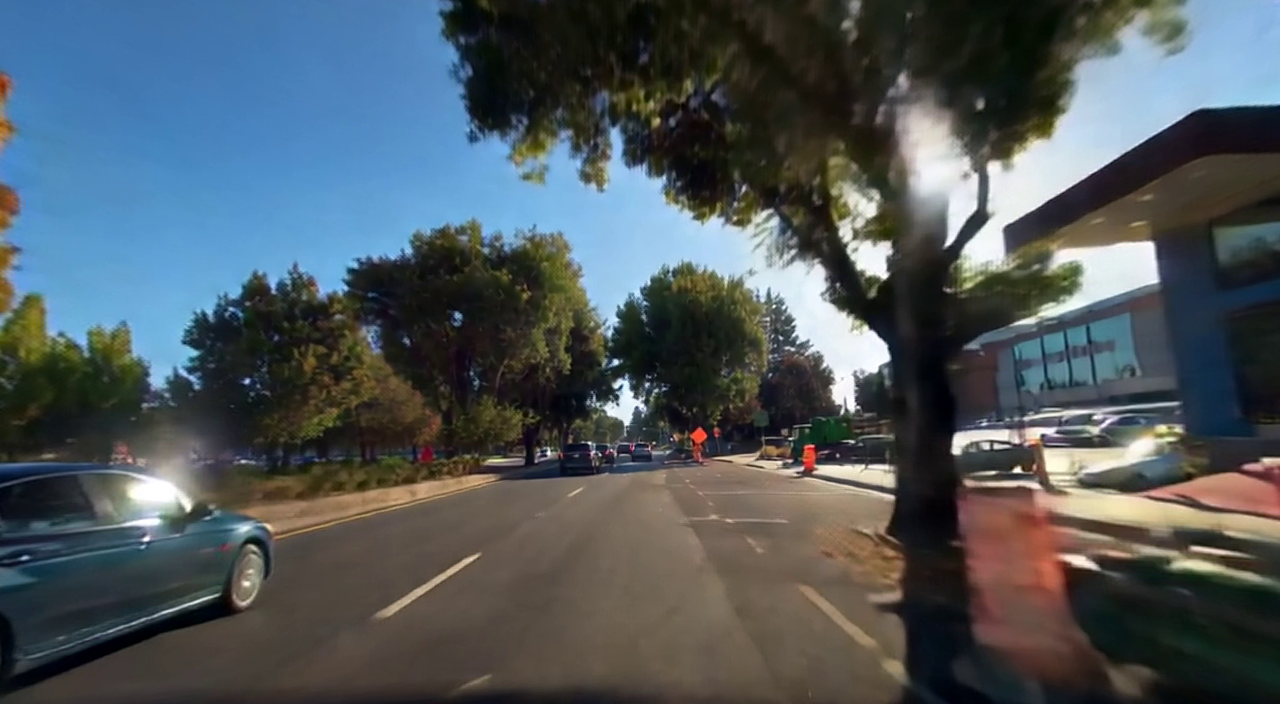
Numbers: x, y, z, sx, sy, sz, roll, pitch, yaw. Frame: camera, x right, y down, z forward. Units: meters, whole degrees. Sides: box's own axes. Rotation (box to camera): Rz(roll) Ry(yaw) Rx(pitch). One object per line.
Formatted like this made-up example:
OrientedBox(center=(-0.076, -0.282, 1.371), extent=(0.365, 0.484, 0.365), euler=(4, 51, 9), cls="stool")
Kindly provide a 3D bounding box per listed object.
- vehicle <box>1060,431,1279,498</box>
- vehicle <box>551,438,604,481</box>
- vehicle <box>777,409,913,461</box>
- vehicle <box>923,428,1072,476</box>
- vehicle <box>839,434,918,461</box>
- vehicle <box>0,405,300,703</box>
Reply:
OrientedBox(center=(13.384, 2.702, 15.392), extent=(4.835, 1.458, 1.934), euler=(-4, -9, 23), cls="vehicle")
OrientedBox(center=(-2.603, 4.527, 26.832), extent=(2.038, 1.682, 4.399), euler=(1, -9, -4), cls="vehicle")
OrientedBox(center=(15.044, 6.148, 46.714), extent=(8.949, 3.673, 3.044), euler=(0, -8, -2), cls="vehicle")
OrientedBox(center=(13.877, 3.908, 24.794), extent=(4.804, 1.695, 2.055), euler=(-4, -9, 26), cls="vehicle")
OrientedBox(center=(15.814, 6.378, 42.018), extent=(1.874, 1.694, 4.535), euler=(7, -11, -38), cls="vehicle")
OrientedBox(center=(-3.985, 1.126, 3.665), extent=(1.856, 1.540, 3.733), euler=(0, -8, 1), cls="vehicle")
